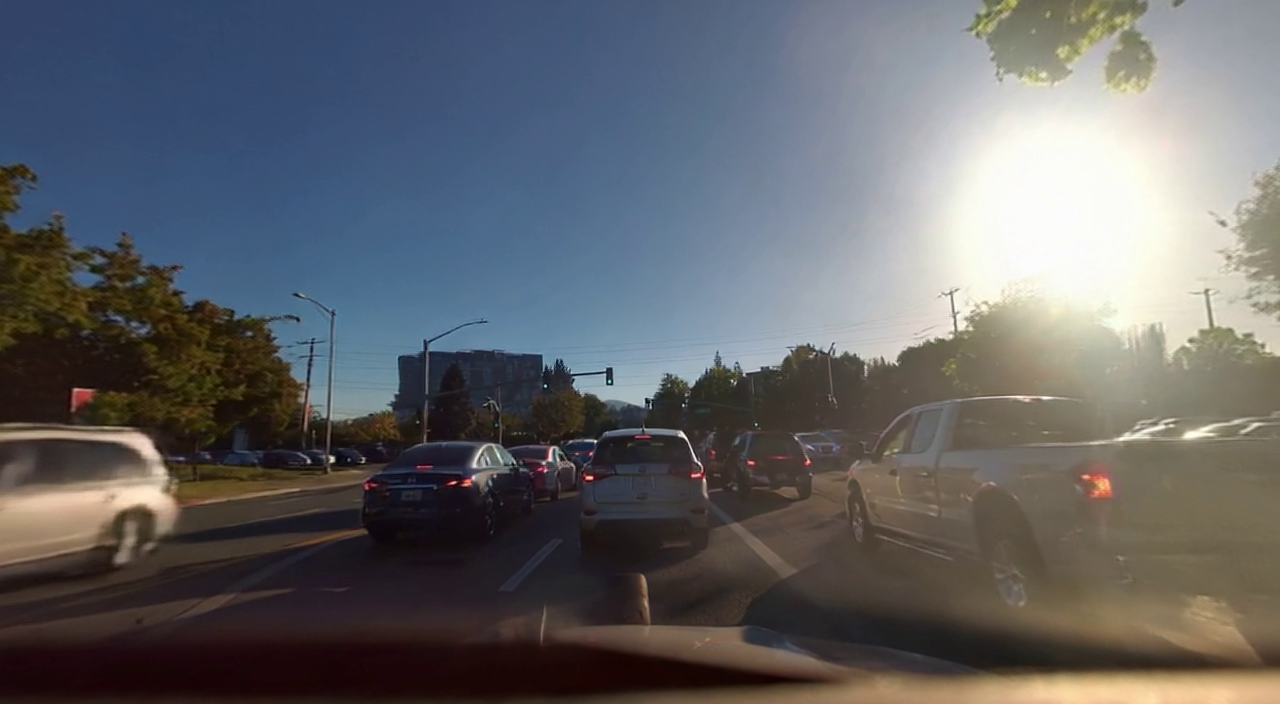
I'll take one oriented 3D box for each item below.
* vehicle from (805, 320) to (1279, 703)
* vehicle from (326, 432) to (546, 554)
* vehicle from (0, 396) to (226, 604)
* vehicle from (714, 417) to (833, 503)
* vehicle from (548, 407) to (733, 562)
[{"bbox_3d":[3.410,1.215,5.675,2.317,1.857,5.940,0,-9,1],"label":"vehicle"},{"bbox_3d":[-2.878,2.087,10.062,2.023,1.494,4.259,0,-9,1],"label":"vehicle"},{"bbox_3d":[-6.952,1.465,6.487,2.159,1.885,4.661,0,-9,0],"label":"vehicle"},{"bbox_3d":[3.654,3.112,18.567,2.408,2.100,5.668,0,-9,2],"label":"vehicle"},{"bbox_3d":[0.063,1.811,9.260,2.113,1.768,3.901,0,-9,2],"label":"vehicle"}]
